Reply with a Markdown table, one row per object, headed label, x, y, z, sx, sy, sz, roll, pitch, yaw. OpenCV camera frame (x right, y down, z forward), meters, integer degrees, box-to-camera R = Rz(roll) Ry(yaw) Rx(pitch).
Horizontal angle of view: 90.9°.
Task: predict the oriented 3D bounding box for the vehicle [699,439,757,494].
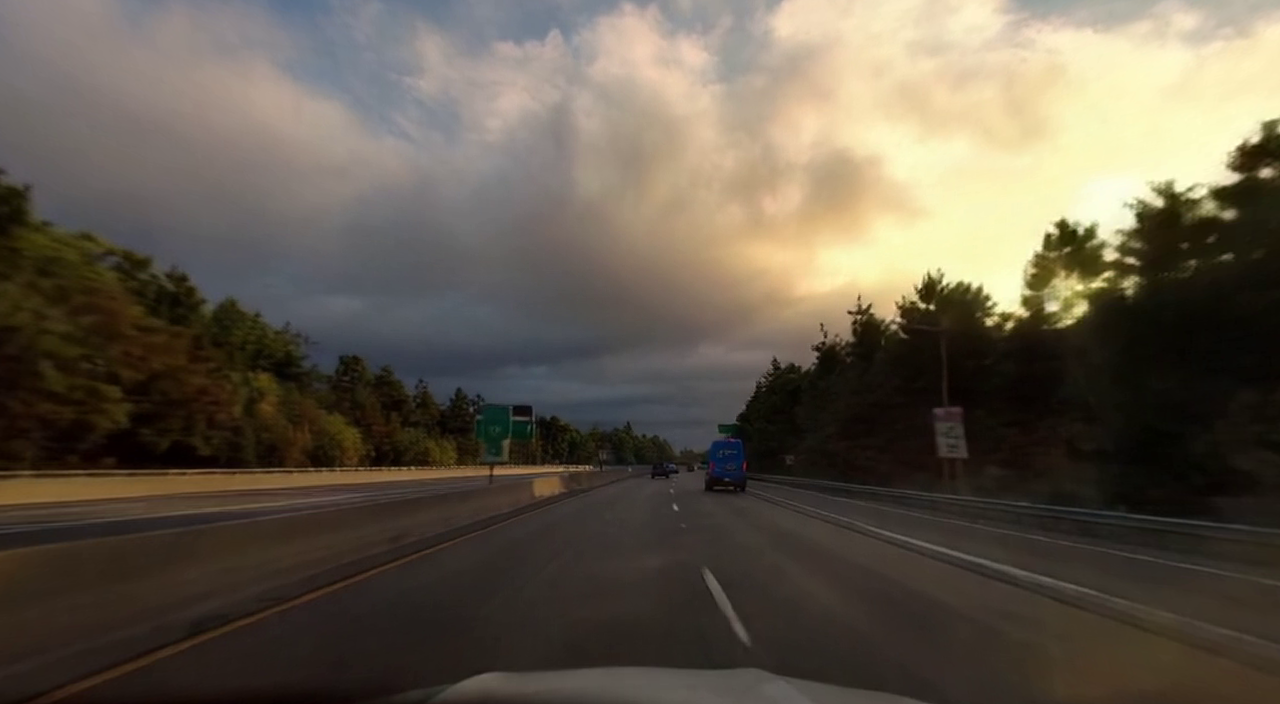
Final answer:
| label | x | y | z | sx | sy | sz | roll | pitch | yaw |
| --- | --- | --- | --- | --- | --- | --- | --- | --- | --- |
| vehicle | 4.494 | 6.027 | 33.204 | 2.366 | 2.595 | 5.793 | 0 | -11 | 1 |
